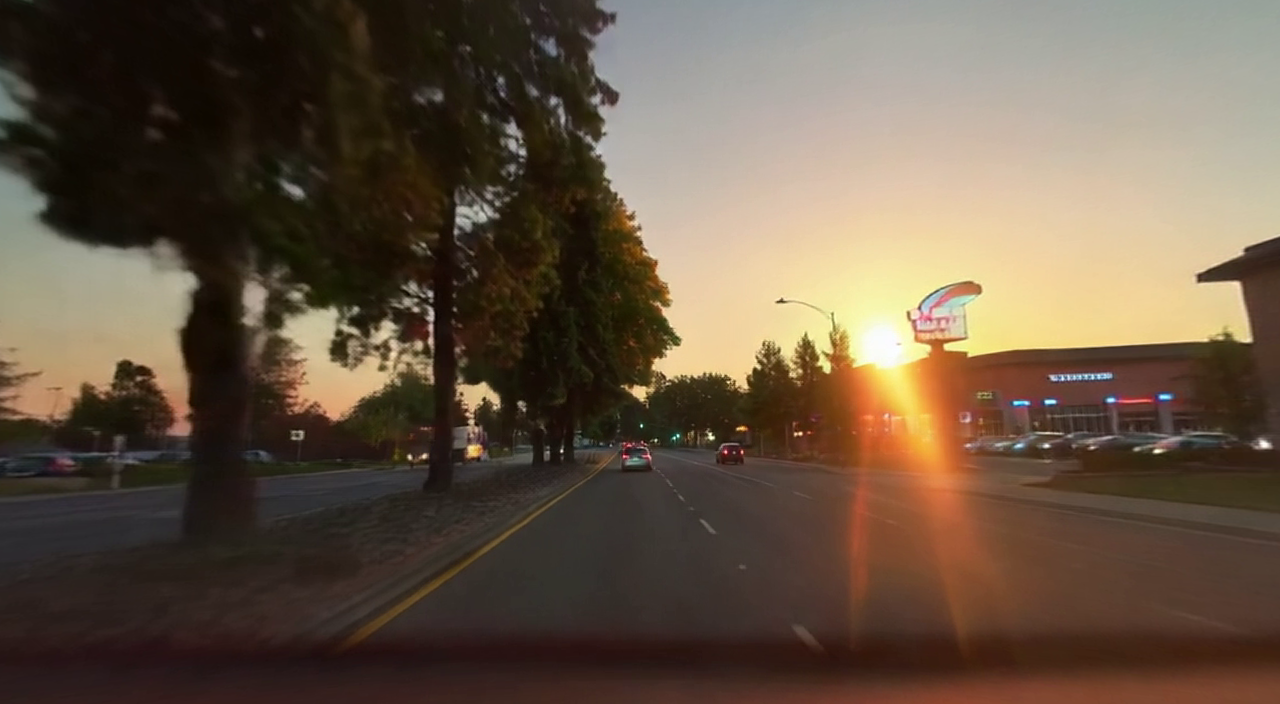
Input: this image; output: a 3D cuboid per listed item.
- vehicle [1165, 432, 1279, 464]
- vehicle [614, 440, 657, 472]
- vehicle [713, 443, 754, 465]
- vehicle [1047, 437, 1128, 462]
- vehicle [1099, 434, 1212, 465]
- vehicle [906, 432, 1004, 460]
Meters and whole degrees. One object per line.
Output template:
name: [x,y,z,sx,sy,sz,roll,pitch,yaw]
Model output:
vehicle: [29.529,4.900,32.146,1.805,1.481,4.351,-1,-9,-1]
vehicle: [-0.304,5.352,32.746,2.072,1.545,4.578,0,-8,-2]
vehicle: [6.745,7.437,46.163,2.075,1.475,4.571,0,-8,-3]
vehicle: [26.894,5.869,38.147,1.761,1.409,4.353,0,-9,1]
vehicle: [26.754,5.088,33.056,1.840,1.446,4.820,-1,-8,0]
vehicle: [23.212,6.984,46.785,5.909,1.970,2.365,0,-8,1]
